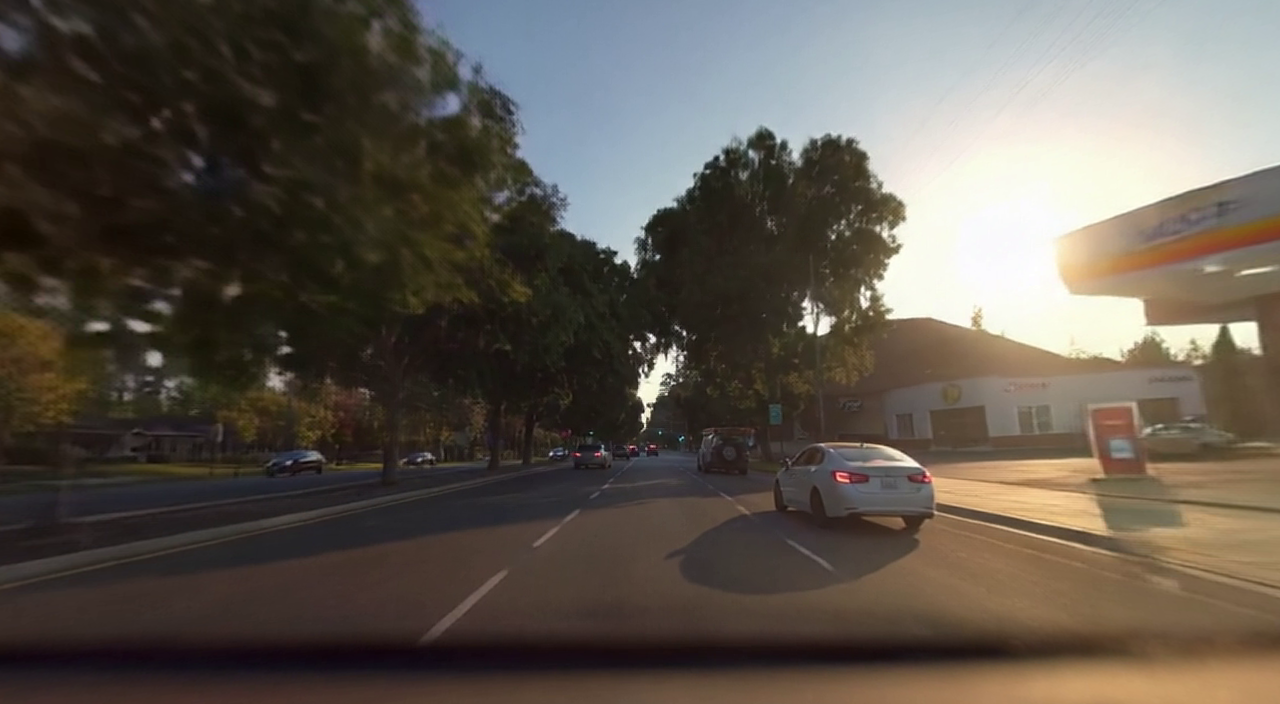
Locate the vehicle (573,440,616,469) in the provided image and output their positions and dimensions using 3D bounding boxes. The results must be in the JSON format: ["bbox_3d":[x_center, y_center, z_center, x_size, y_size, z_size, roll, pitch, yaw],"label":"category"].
[{"bbox_3d":[-2.850,6.547,40.526,2.250,1.713,4.422,0,-8,2],"label":"vehicle"}]

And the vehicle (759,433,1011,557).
[{"bbox_3d":[3.389,2.069,9.960,2.095,1.475,4.686,0,-9,0],"label":"vehicle"}]

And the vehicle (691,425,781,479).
[{"bbox_3d":[4.243,4.632,29.451,3.245,2.199,6.295,0,-8,0],"label":"vehicle"}]

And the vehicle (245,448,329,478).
[{"bbox_3d":[-21.367,6.705,38.380,2.106,1.660,4.699,-1,-9,4],"label":"vehicle"}]
